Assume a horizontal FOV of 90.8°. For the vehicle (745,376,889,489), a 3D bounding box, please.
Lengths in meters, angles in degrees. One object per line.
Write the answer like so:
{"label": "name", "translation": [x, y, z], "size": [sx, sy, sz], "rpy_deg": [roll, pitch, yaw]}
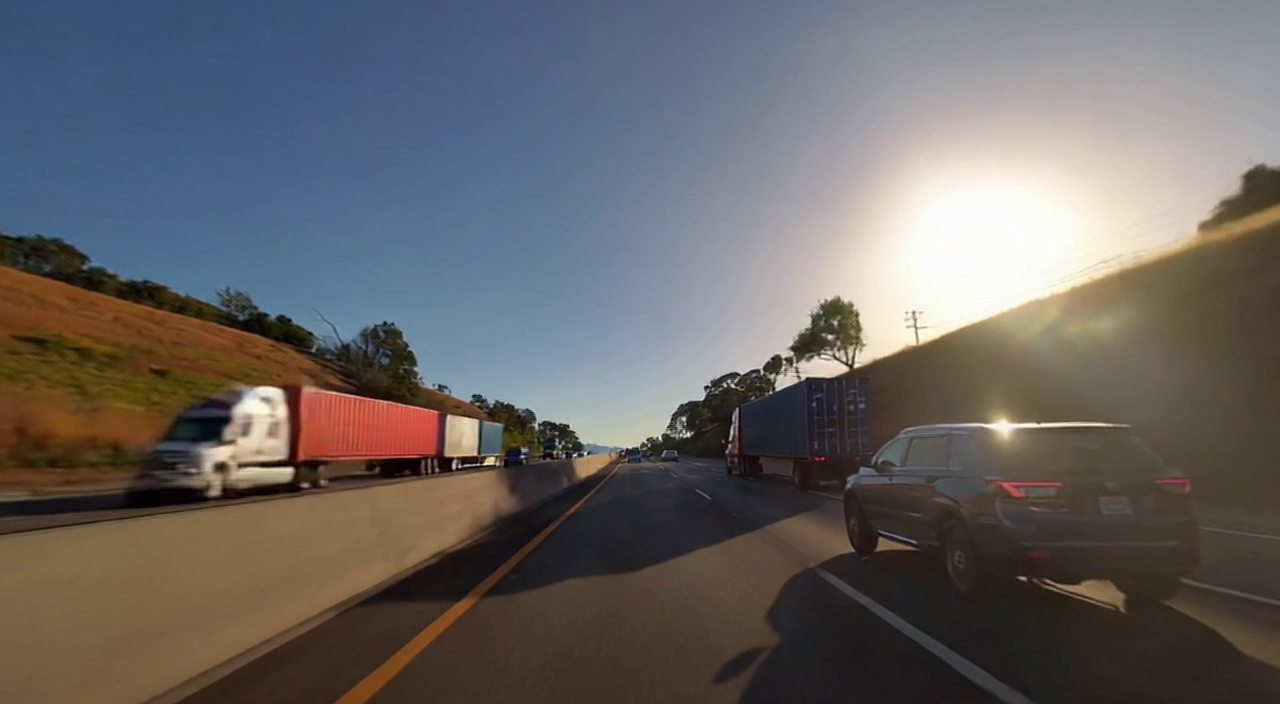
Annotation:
{"label": "vehicle", "translation": [7.533, 3.922, 29.714], "size": [2.882, 4.109, 13.567], "rpy_deg": [0, -9, 0]}

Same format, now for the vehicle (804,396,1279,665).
{"label": "vehicle", "translation": [3.342, 1.450, 6.268], "size": [2.130, 1.658, 4.537], "rpy_deg": [0, -9, -1]}

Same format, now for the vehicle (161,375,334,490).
{"label": "vehicle", "translation": [-15.228, 3.250, 25.161], "size": [3.012, 3.994, 5.844], "rpy_deg": [0, -9, -1]}
